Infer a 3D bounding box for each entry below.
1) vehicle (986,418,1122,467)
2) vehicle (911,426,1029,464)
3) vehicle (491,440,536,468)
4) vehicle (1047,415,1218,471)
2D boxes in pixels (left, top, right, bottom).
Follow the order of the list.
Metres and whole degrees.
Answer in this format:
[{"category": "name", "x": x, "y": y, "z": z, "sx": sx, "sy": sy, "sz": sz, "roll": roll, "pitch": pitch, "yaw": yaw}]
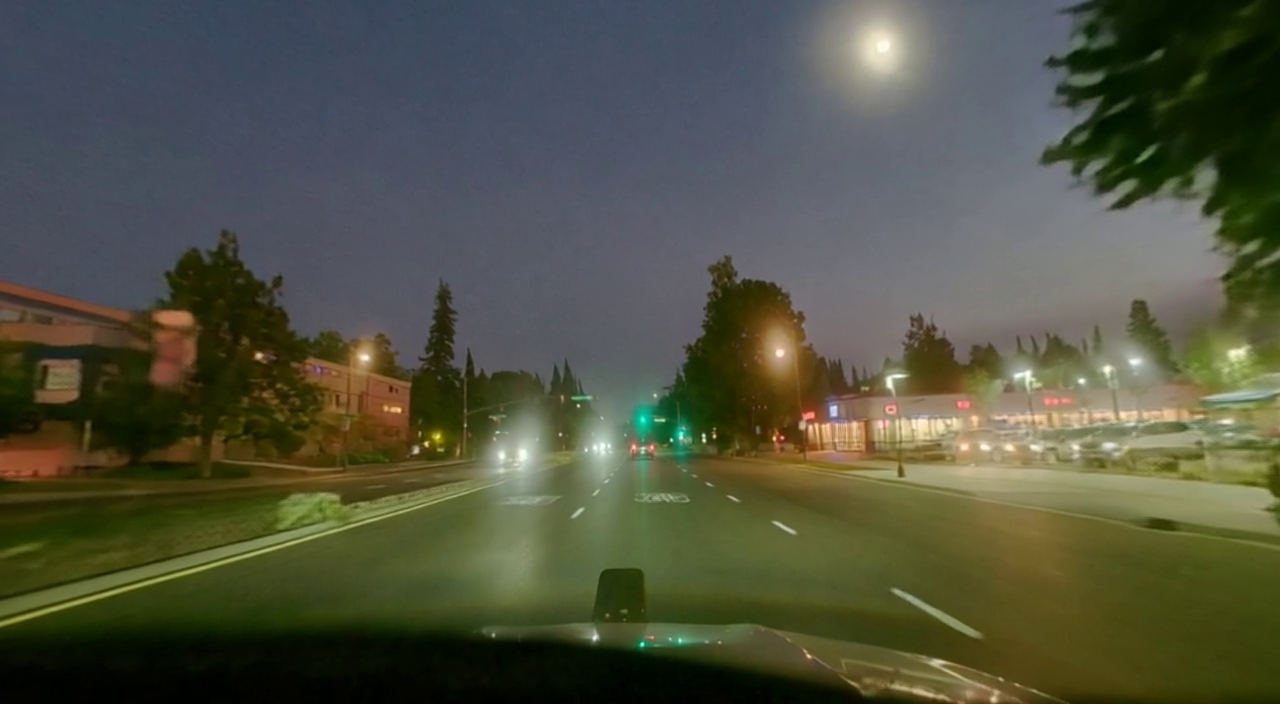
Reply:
[{"category": "vehicle", "x": 17.009, "y": 3.764, "z": 26.117, "sx": 3.928, "sy": 1.661, "sz": 2.249, "roll": -4, "pitch": -9, "yaw": -1}, {"category": "vehicle", "x": 17.709, "y": 5.006, "z": 34.024, "sx": 5.117, "sy": 1.933, "sz": 2.035, "roll": -1, "pitch": -8, "yaw": 3}, {"category": "vehicle", "x": -8.611, "y": 6.982, "z": 43.222, "sx": 2.149, "sy": 1.793, "sz": 4.468, "roll": 0, "pitch": -9, "yaw": 0}, {"category": "vehicle", "x": 18.135, "y": 3.367, "z": 23.329, "sx": 4.904, "sy": 1.577, "sz": 1.863, "roll": -3, "pitch": -9, "yaw": -8}]
